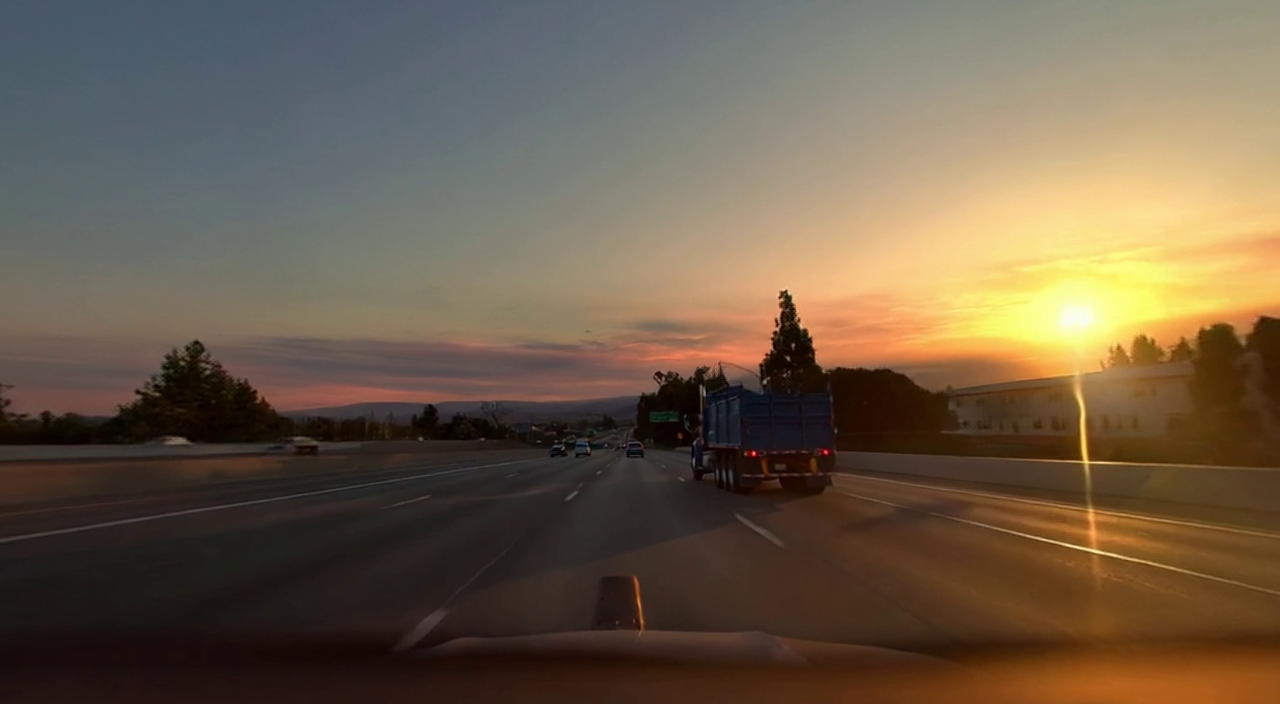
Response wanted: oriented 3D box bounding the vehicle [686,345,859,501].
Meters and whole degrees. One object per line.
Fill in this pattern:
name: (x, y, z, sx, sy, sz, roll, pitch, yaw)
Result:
vehicle: (3.405, 2.403, 19.831, 2.966, 3.586, 10.563, 0, -9, -1)
